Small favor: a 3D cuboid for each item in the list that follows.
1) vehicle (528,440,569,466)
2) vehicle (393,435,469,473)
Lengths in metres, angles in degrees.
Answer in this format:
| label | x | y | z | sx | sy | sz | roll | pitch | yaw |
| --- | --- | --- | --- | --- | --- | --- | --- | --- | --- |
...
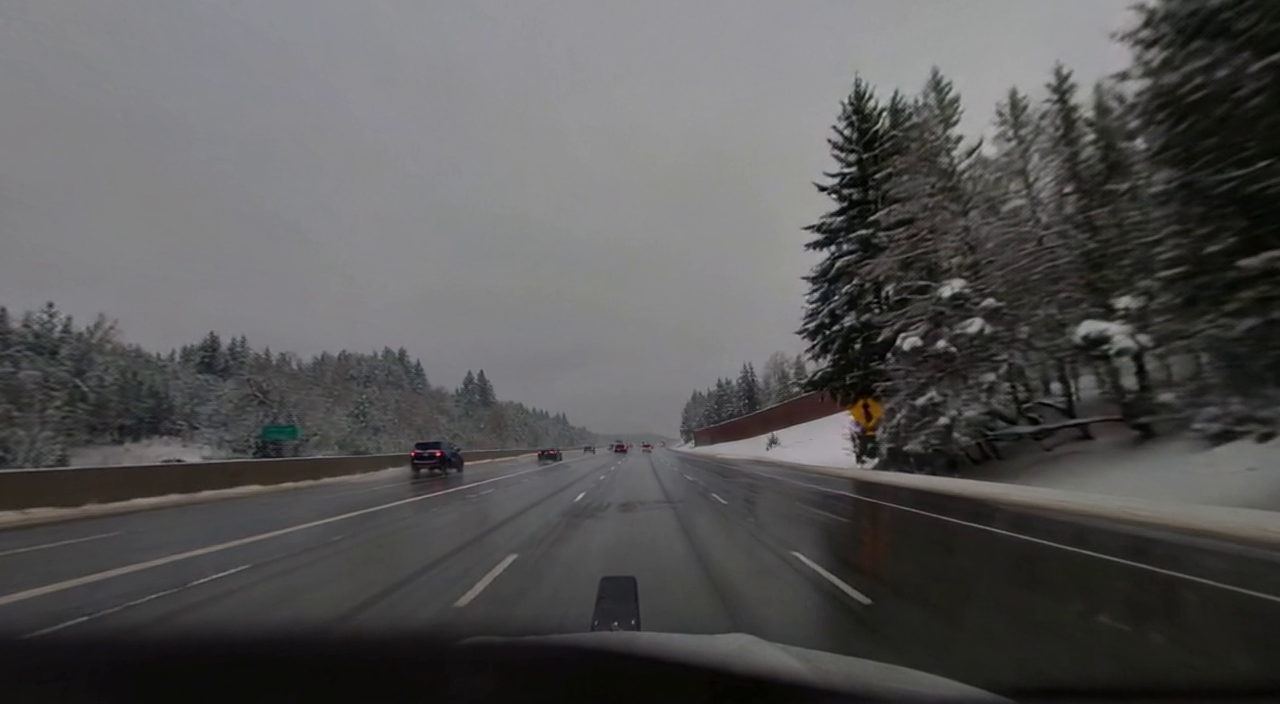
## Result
| label | x | y | z | sx | sy | sz | roll | pitch | yaw |
| --- | --- | --- | --- | --- | --- | --- | --- | --- | --- |
| vehicle | -6.245 | 6.955 | 43.519 | 2.080 | 1.694 | 4.279 | 0 | -9 | 2 |
| vehicle | -10.526 | 5.165 | 32.249 | 2.195 | 1.795 | 4.659 | 0 | -9 | 1 |
